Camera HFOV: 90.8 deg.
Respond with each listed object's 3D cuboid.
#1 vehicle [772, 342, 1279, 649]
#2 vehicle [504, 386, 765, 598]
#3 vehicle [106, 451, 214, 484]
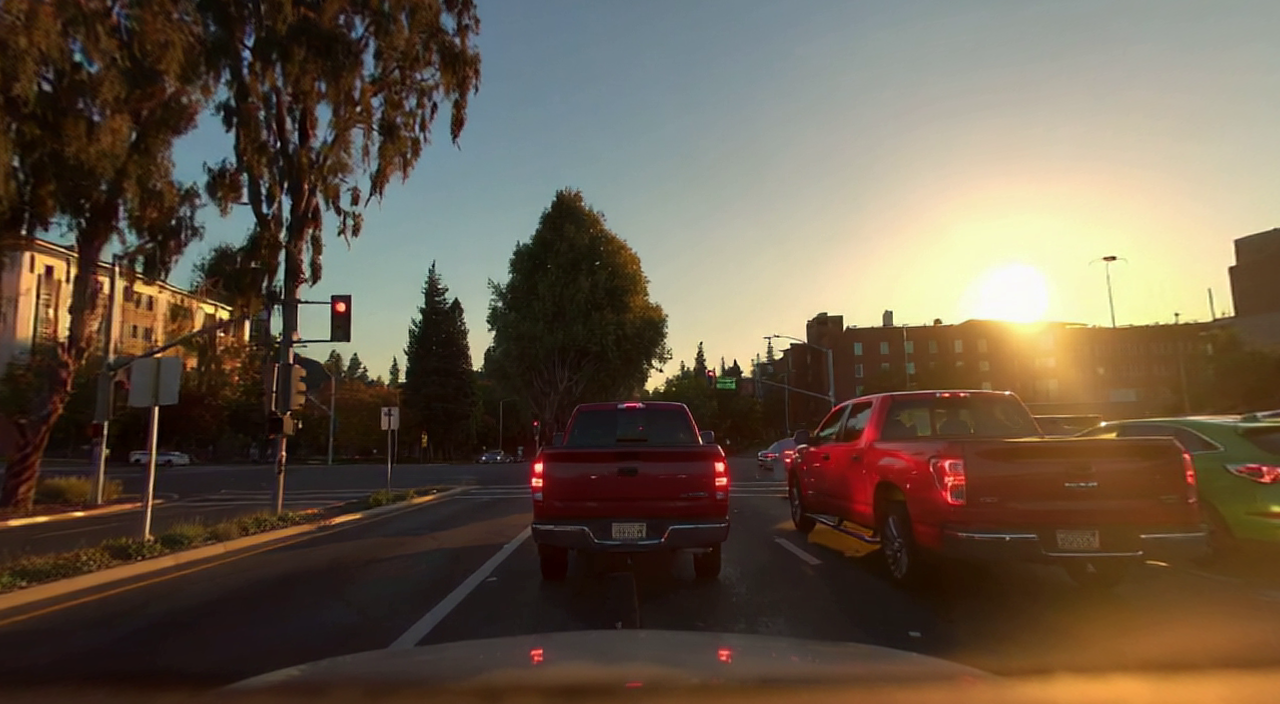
[{"bbox_3d":[3.312,1.321,6.932,2.412,1.953,5.682,0,-9,-1],"label":"vehicle"},{"bbox_3d":[-0.075,1.574,8.026,2.240,1.821,5.001,0,-9,-1],"label":"vehicle"},{"bbox_3d":[-26.404,6.326,34.993,4.437,1.669,1.936,5,-10,-30],"label":"vehicle"}]
